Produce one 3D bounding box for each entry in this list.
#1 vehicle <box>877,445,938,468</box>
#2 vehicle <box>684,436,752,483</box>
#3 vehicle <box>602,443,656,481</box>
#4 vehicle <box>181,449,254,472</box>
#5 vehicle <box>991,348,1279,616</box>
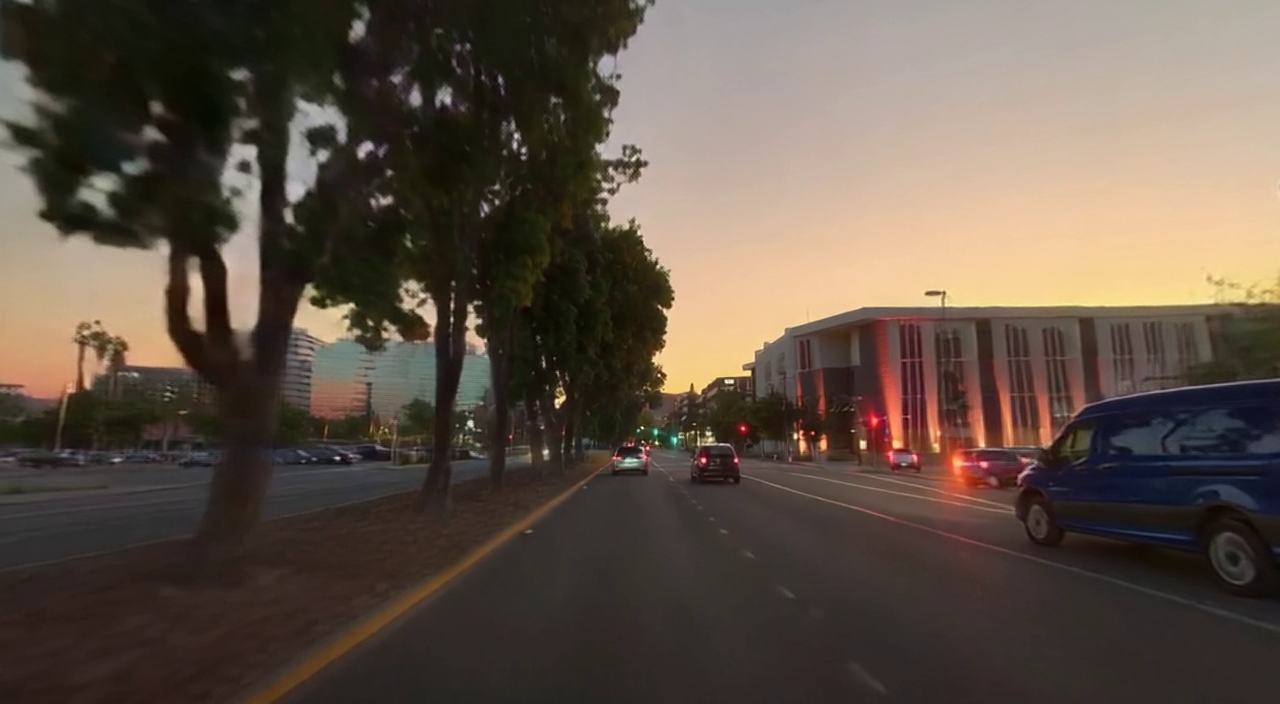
[{"bbox_3d":[18.344,7.185,43.586,2.017,1.466,4.733,0,-8,-3],"label":"vehicle"},{"bbox_3d":[3.011,4.290,25.460,2.047,1.711,4.265,0,-8,-2],"label":"vehicle"},{"bbox_3d":[-0.454,4.605,26.649,2.095,1.456,3.873,0,-8,-1],"label":"vehicle"},{"bbox_3d":[-29.087,7.441,43.716,1.877,1.455,4.629,0,-8,0],"label":"vehicle"},{"bbox_3d":[6.417,1.219,6.289,2.573,2.127,5.568,0,-8,0],"label":"vehicle"}]
